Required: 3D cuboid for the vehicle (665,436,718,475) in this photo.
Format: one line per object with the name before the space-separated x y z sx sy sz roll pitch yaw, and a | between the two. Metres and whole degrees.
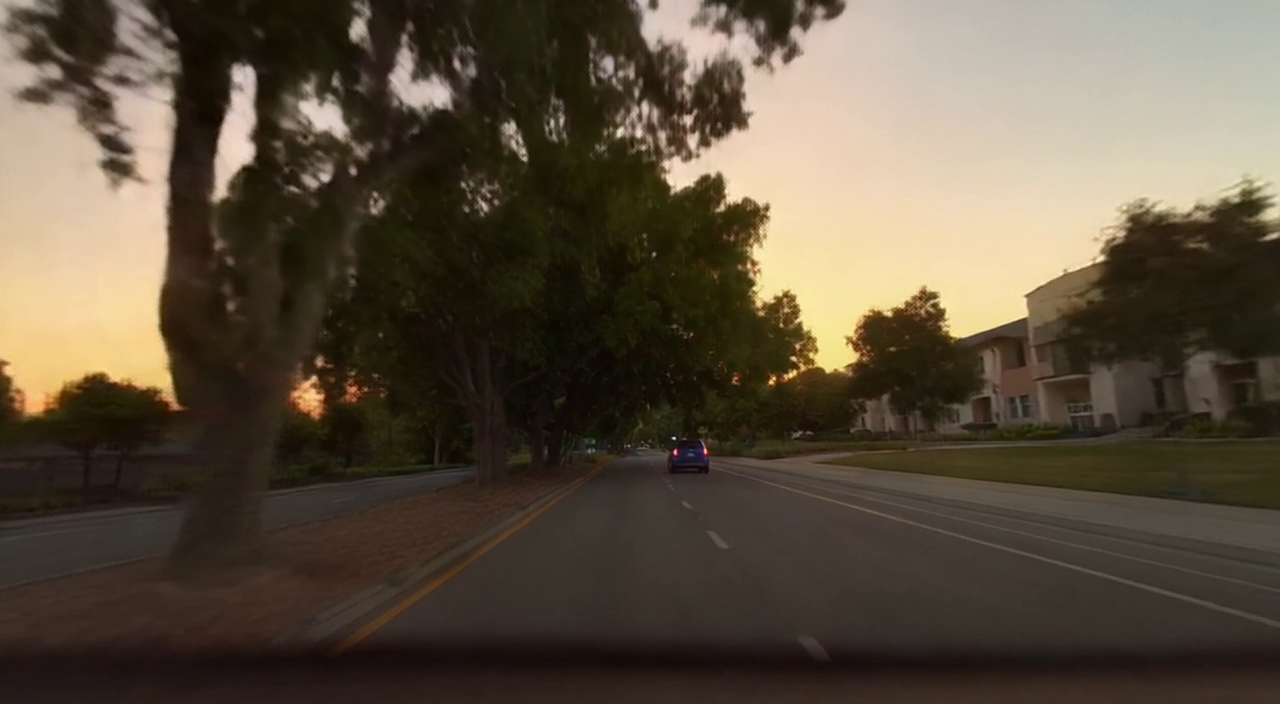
vehicle | 2.429 5.040 30.954 2.164 1.725 4.285 0 -9 -1
